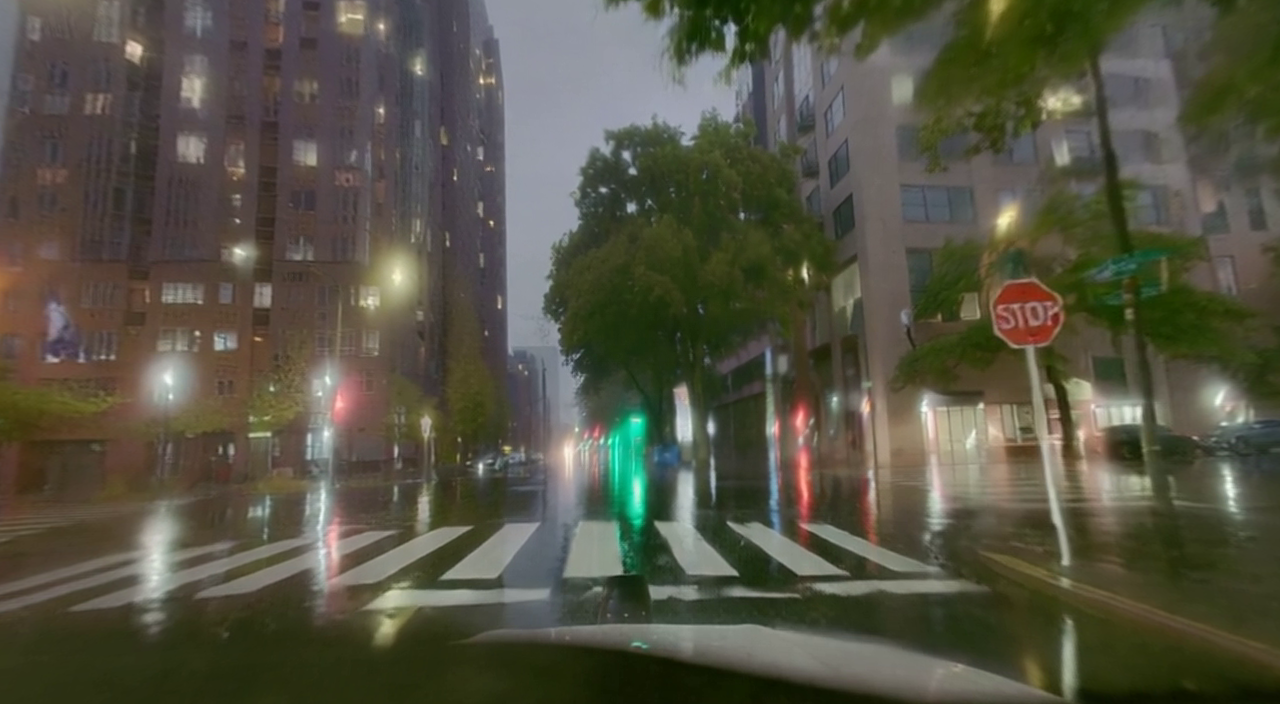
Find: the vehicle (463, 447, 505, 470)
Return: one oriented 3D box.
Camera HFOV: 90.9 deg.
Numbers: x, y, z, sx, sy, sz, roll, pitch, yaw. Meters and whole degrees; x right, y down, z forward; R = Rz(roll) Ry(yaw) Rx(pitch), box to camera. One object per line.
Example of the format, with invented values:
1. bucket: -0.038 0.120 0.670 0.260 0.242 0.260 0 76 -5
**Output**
1. vehicle: -10.750 7.346 43.830 2.033 1.491 4.298 0 -8 -3
